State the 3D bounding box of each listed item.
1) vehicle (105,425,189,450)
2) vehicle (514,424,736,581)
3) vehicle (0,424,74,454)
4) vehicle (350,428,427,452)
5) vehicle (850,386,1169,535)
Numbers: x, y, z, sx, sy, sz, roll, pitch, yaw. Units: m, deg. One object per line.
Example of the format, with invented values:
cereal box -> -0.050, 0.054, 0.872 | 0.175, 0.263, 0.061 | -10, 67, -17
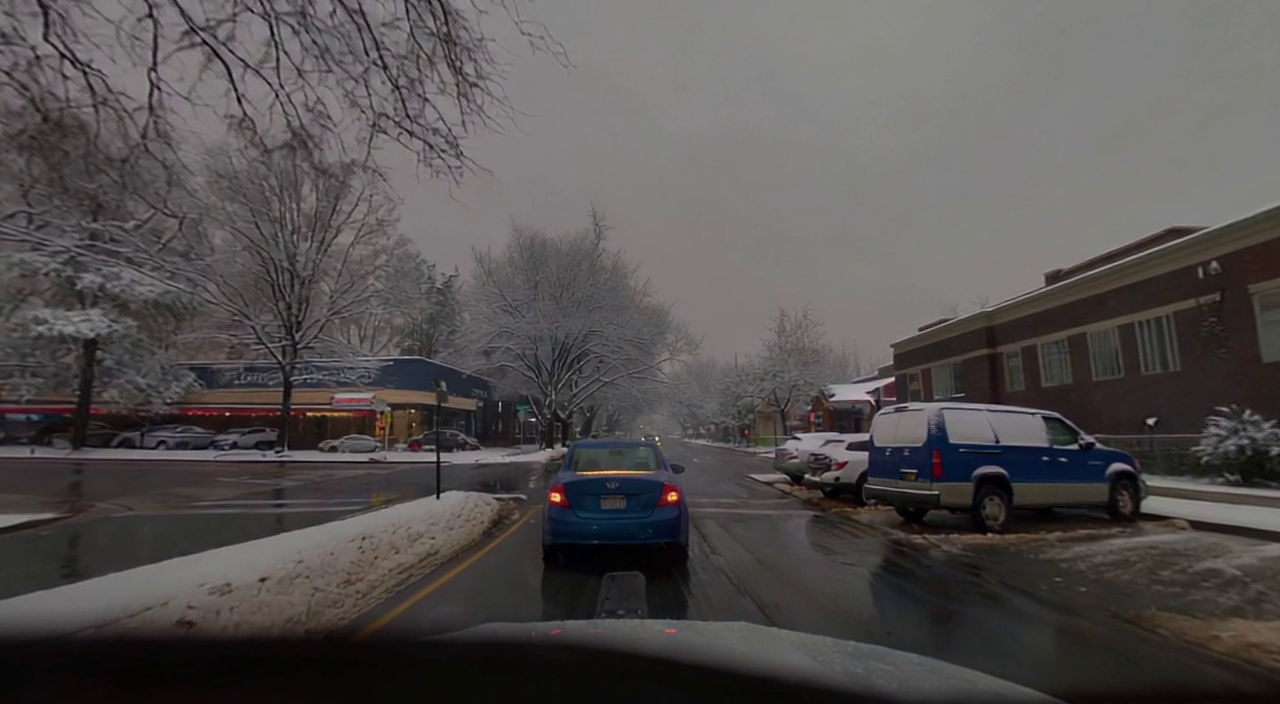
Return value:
vehicle -> -31.830, 5.534, 40.852 | 3.915, 1.574, 1.850 | 0, -9, 3
vehicle -> -0.201, 1.744, 8.223 | 2.065, 1.450, 4.522 | 0, -9, -2
vehicle -> -31.842, 4.438, 32.097 | 4.168, 1.458, 1.904 | 0, -9, -2
vehicle -> -18.449, 6.496, 46.512 | 4.892, 1.679, 1.927 | 1, -9, -6
vehicle -> 6.642, 1.887, 11.331 | 5.385, 2.146, 2.143 | 4, -9, -26
